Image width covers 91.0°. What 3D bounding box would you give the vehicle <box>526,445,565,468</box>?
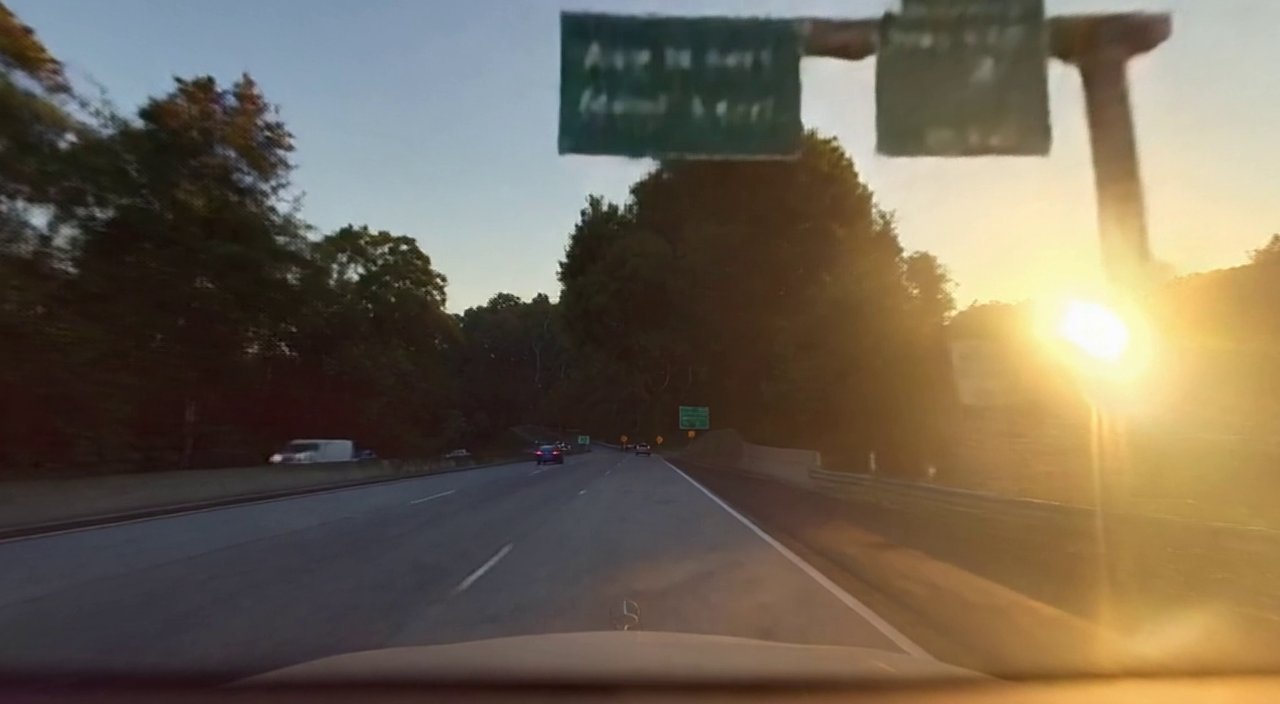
[{"bbox_3d":[-6.930,7.736,46.804,2.094,1.579,4.655,0,-8,1],"label":"vehicle"}]

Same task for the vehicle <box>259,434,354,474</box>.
[{"bbox_3d":[-21.475,6.598,41.053,2.362,2.345,6.916,0,-8,1],"label":"vehicle"}]
